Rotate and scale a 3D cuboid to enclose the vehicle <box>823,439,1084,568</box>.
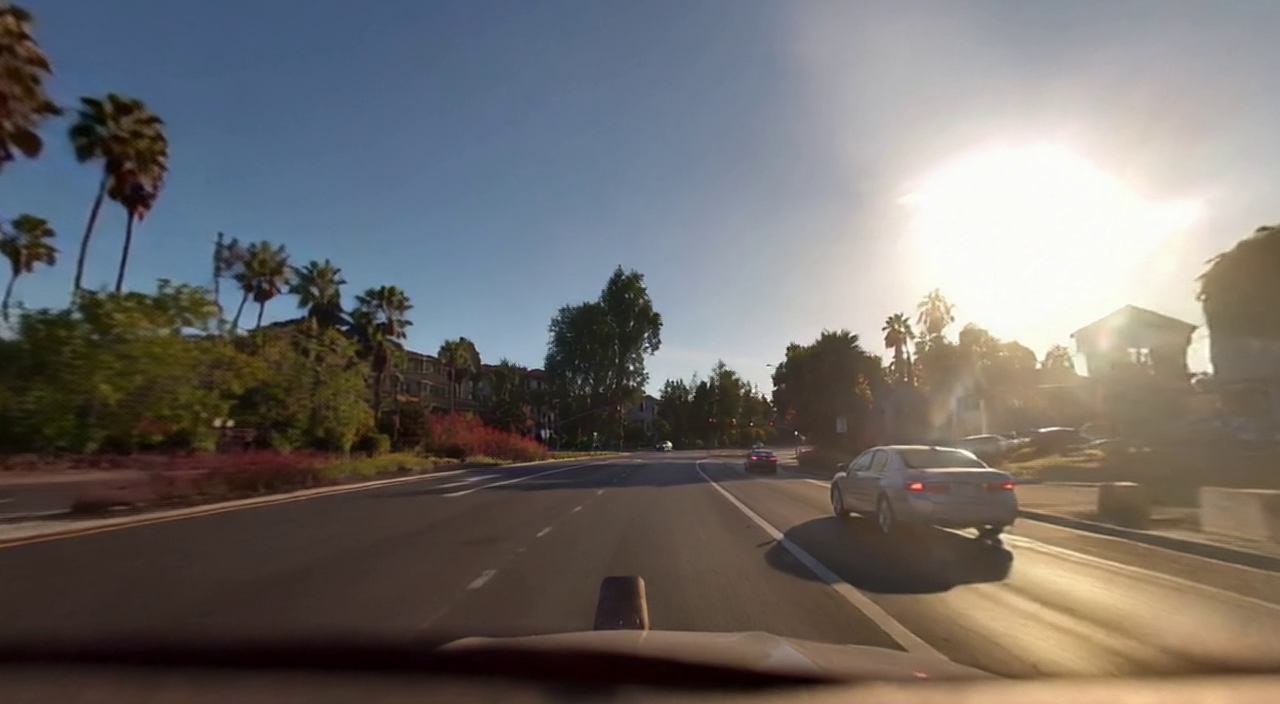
[{"bbox_3d":[4.234,2.067,9.377,1.993,1.483,3.821,0,-9,2],"label":"vehicle"}]

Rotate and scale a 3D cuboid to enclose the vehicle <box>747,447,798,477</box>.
[{"bbox_3d":[7.159,5.977,34.632,2.144,1.473,4.638,-1,-9,5],"label":"vehicle"}]
